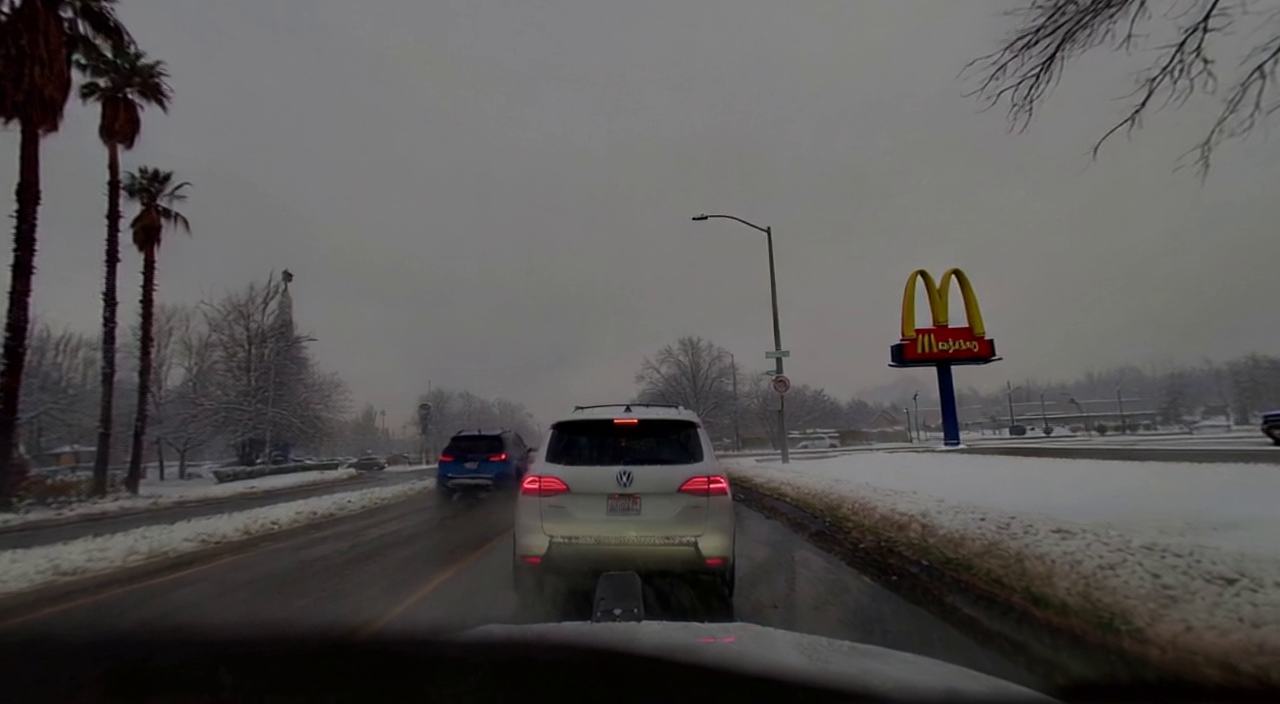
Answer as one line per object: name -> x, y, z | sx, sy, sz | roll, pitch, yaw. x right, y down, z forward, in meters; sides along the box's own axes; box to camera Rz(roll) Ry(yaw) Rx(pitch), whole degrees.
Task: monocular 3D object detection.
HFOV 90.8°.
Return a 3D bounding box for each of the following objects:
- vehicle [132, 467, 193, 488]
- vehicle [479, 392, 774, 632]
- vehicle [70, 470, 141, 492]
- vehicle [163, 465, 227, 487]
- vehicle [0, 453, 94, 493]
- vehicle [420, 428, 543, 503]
vehicle -> -35.621, 9.337, 47.225 | 1.641, 1.375, 3.640 | 0, -9, 0
vehicle -> -0.137, 1.455, 6.646 | 2.137, 1.728, 3.926 | 0, -9, -1
vehicle -> -39.931, 9.638, 47.358 | 1.602, 1.400, 4.220 | 0, -9, 0
vehicle -> -33.275, 9.245, 47.359 | 1.792, 1.439, 3.952 | -1, -9, 3
vehicle -> -28.073, 5.448, 28.584 | 4.584, 1.714, 2.186 | 4, -10, -28
vehicle -> -4.137, 3.057, 17.419 | 2.181, 1.771, 4.567 | 0, -9, 0
